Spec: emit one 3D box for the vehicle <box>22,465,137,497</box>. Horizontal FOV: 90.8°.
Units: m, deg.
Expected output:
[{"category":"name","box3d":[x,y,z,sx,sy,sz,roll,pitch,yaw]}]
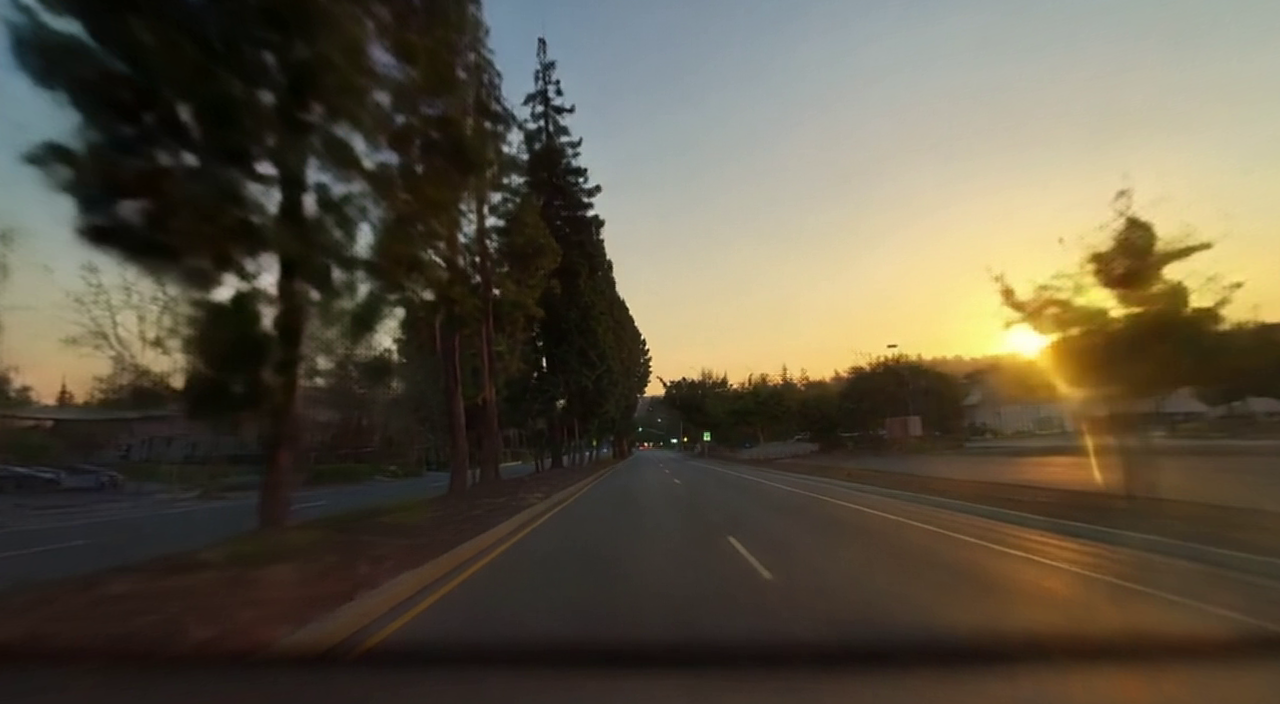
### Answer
[{"category":"vehicle","box3d":[-28.738,6.611,32.478,4.342,1.446,1.722,-2,-8,2]}]
